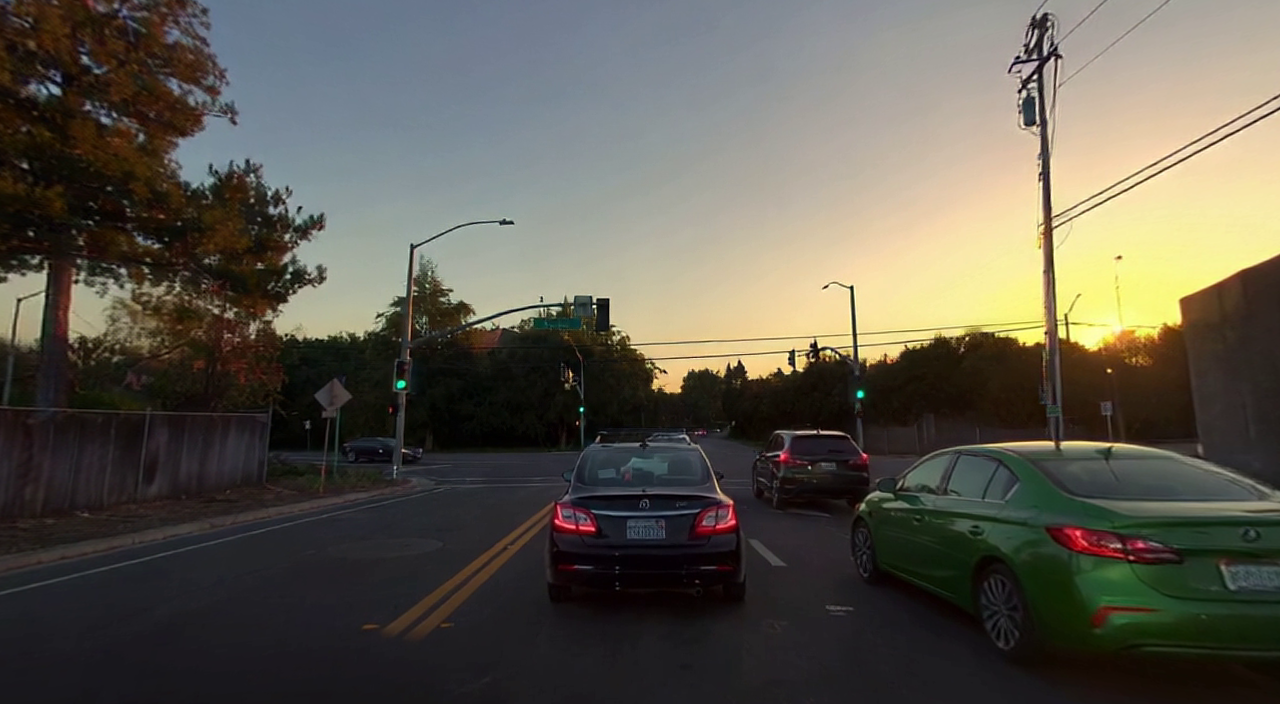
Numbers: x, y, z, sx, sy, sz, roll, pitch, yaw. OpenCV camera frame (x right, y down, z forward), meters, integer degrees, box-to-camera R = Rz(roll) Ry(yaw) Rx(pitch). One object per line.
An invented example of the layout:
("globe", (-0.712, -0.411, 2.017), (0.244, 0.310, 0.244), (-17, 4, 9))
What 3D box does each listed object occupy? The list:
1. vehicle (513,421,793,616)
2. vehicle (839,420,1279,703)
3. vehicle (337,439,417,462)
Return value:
("vehicle", (0.076, 1.615, 7.148), (2.170, 1.497, 4.369), (0, -8, -1))
("vehicle", (3.100, 1.266, 4.258), (2.027, 1.432, 4.431), (0, -8, 0))
("vehicle", (-17.228, 6.478, 41.379), (4.406, 1.458, 1.892), (-1, -8, 7))
